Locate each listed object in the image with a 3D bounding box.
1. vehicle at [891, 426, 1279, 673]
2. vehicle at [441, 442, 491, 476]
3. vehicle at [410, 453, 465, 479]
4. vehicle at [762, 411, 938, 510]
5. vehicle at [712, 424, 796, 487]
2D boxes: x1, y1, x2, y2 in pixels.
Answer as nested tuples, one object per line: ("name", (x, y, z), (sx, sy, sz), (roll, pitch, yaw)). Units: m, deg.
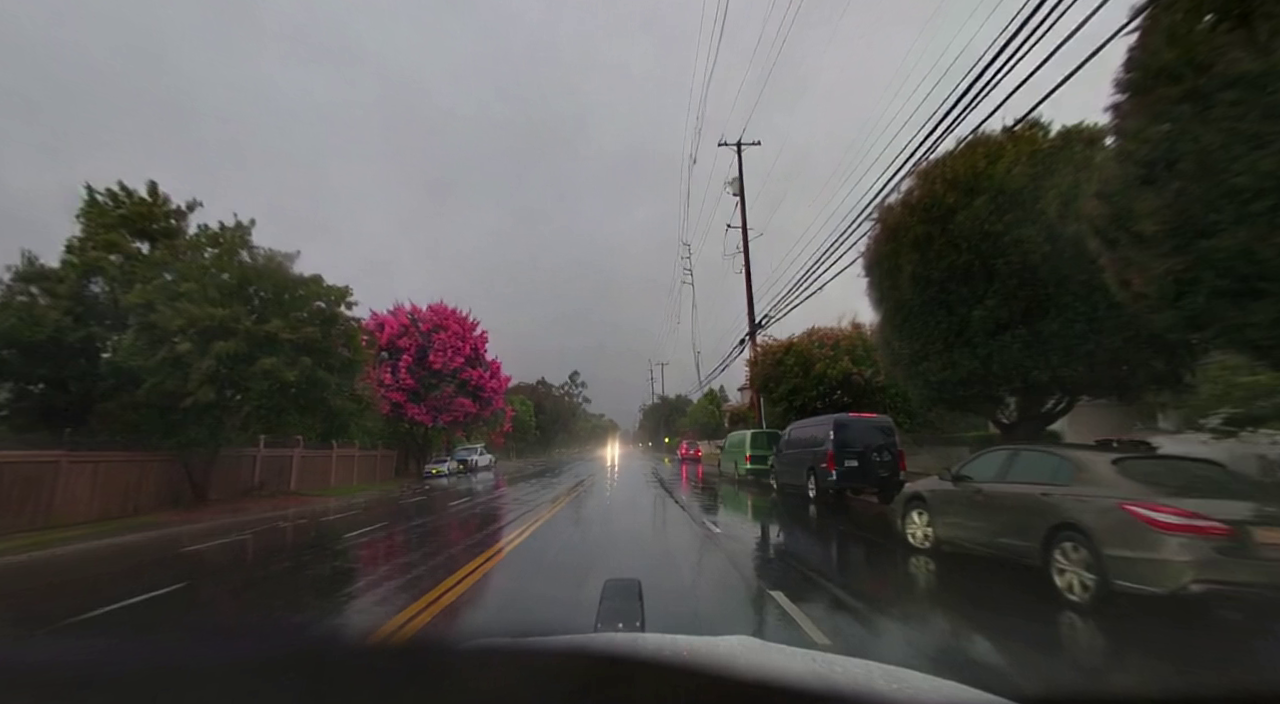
("vehicle", (4.430, 1.559, 6.201), (1.989, 1.509, 4.418), (0, -9, -2))
("vehicle", (-13.364, 8.218, 48.960), (2.331, 2.265, 5.888), (-2, -7, -2))
("vehicle", (-13.406, 7.548, 42.109), (2.041, 1.573, 4.575), (0, -9, 1))
("vehicle", (5.278, 2.850, 17.046), (2.335, 2.193, 5.656), (1, -9, -5))
("vehicle", (4.515, 4.261, 26.340), (2.578, 2.248, 7.011), (-1, -9, 3))
